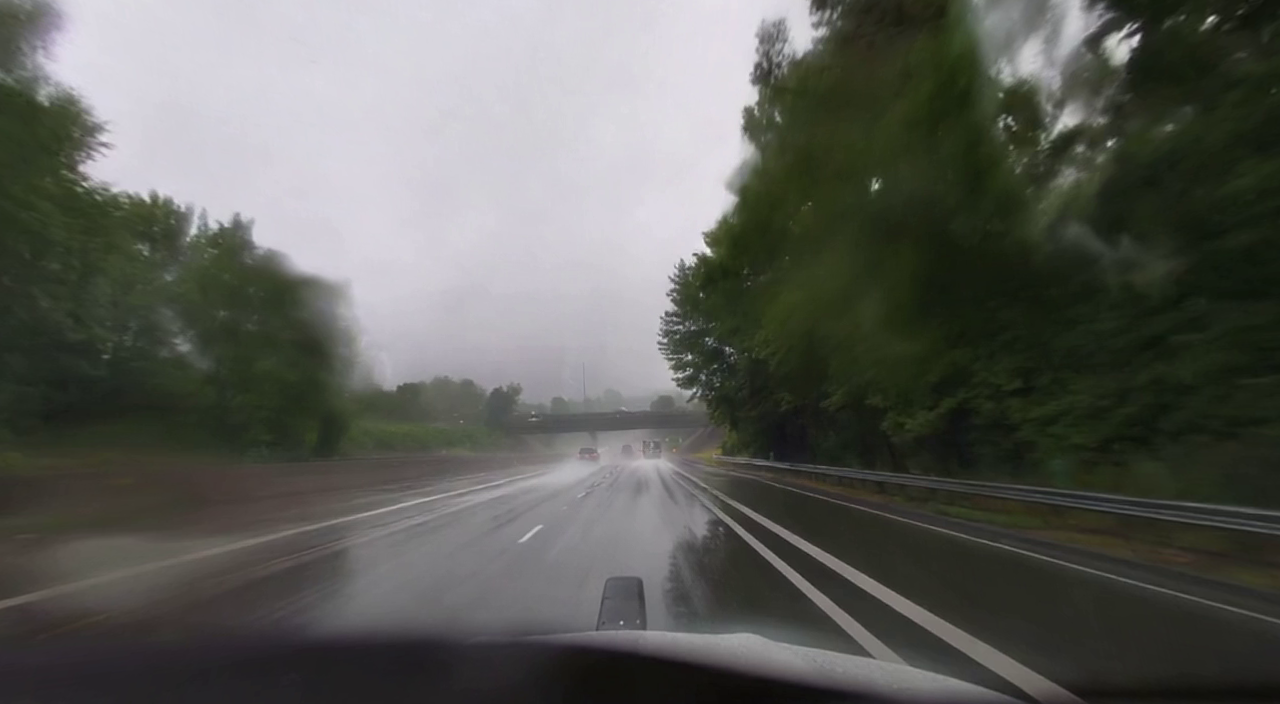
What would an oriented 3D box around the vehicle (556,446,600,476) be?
[{"bbox_3d":[-3.465,6.169,35.906,2.049,1.575,4.019,0,-9,0],"label":"vehicle"}]
